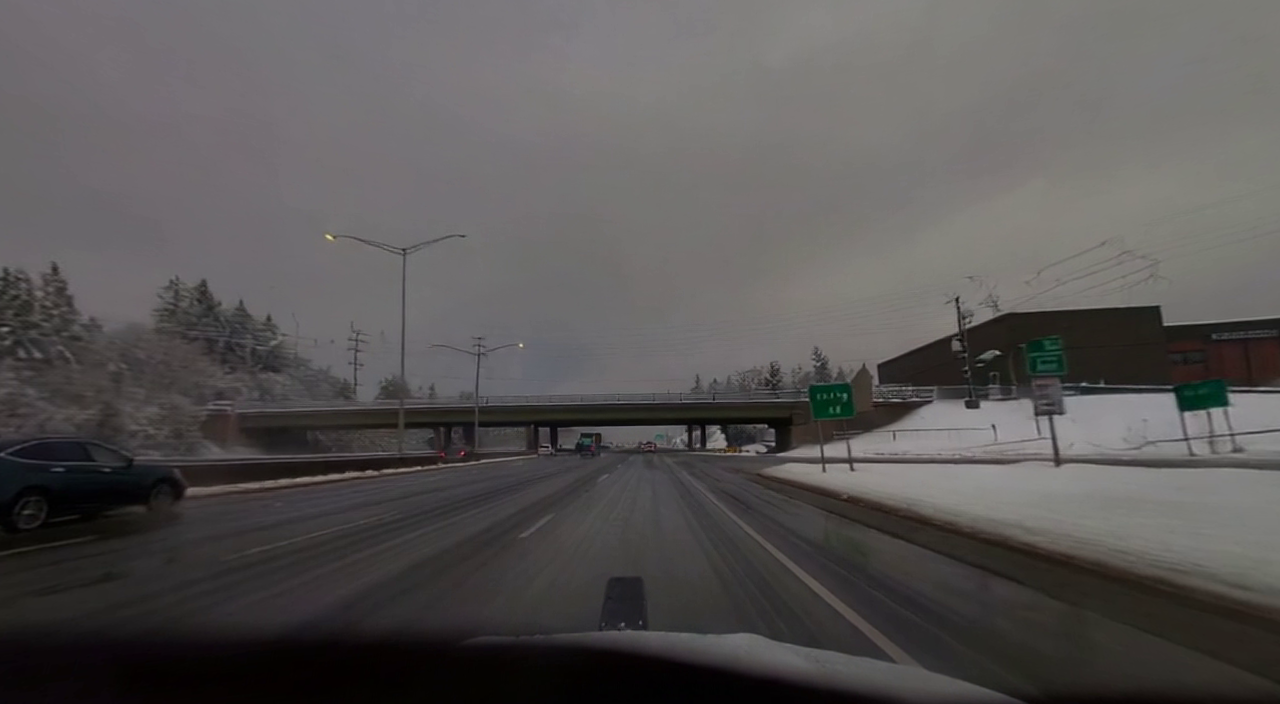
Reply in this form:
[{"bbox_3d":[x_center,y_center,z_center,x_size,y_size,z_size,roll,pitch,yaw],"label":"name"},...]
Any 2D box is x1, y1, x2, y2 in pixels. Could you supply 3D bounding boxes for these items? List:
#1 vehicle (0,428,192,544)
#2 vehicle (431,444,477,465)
[{"bbox_3d":[-10.268,2.146,10.549,2.122,1.655,4.533,0,-8,1],"label":"vehicle"},{"bbox_3d":[-13.565,7.497,46.247,1.988,1.477,4.442,0,-8,1],"label":"vehicle"}]
